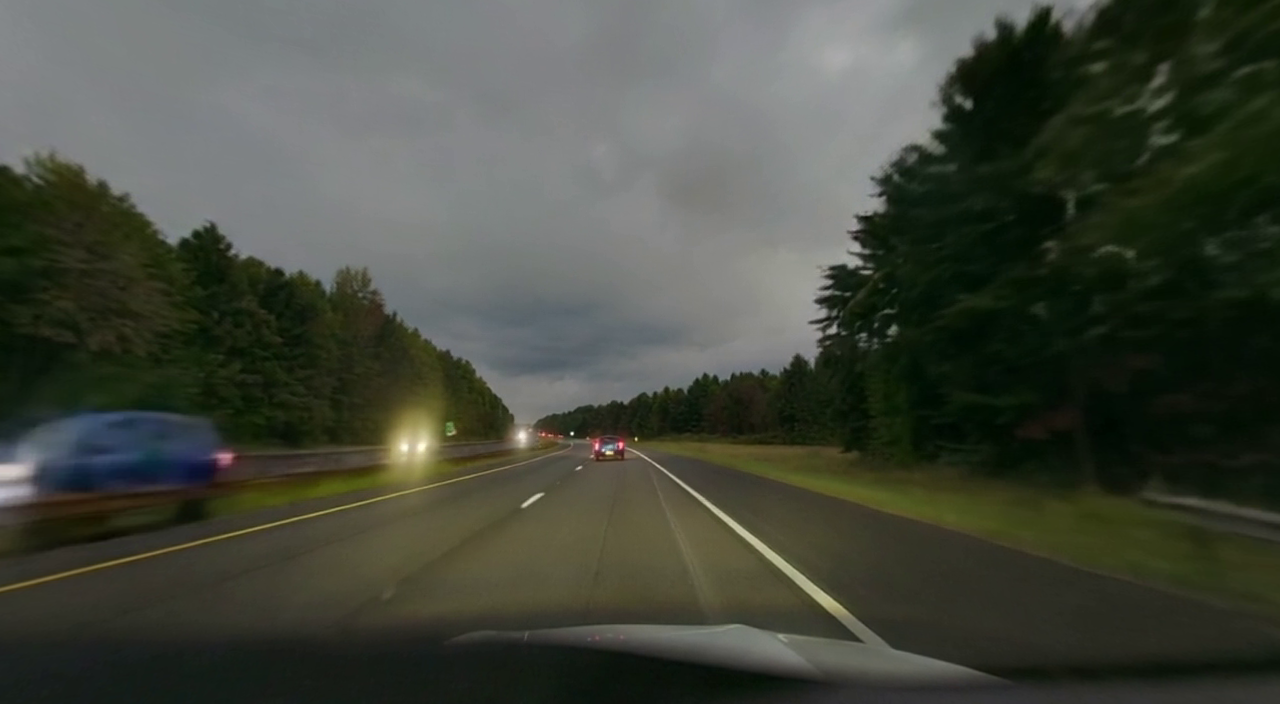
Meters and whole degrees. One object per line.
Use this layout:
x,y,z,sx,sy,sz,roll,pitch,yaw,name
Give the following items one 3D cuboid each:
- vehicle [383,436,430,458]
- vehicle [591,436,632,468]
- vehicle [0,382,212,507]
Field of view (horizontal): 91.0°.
-16.529,6.727,44.805,1.923,1.487,4.154,0,-8,-2,vehicle
-1.425,5.125,32.528,2.004,1.515,3.968,0,-8,-1,vehicle
-11.496,1.832,12.516,2.237,1.989,5.436,0,-8,-1,vehicle
